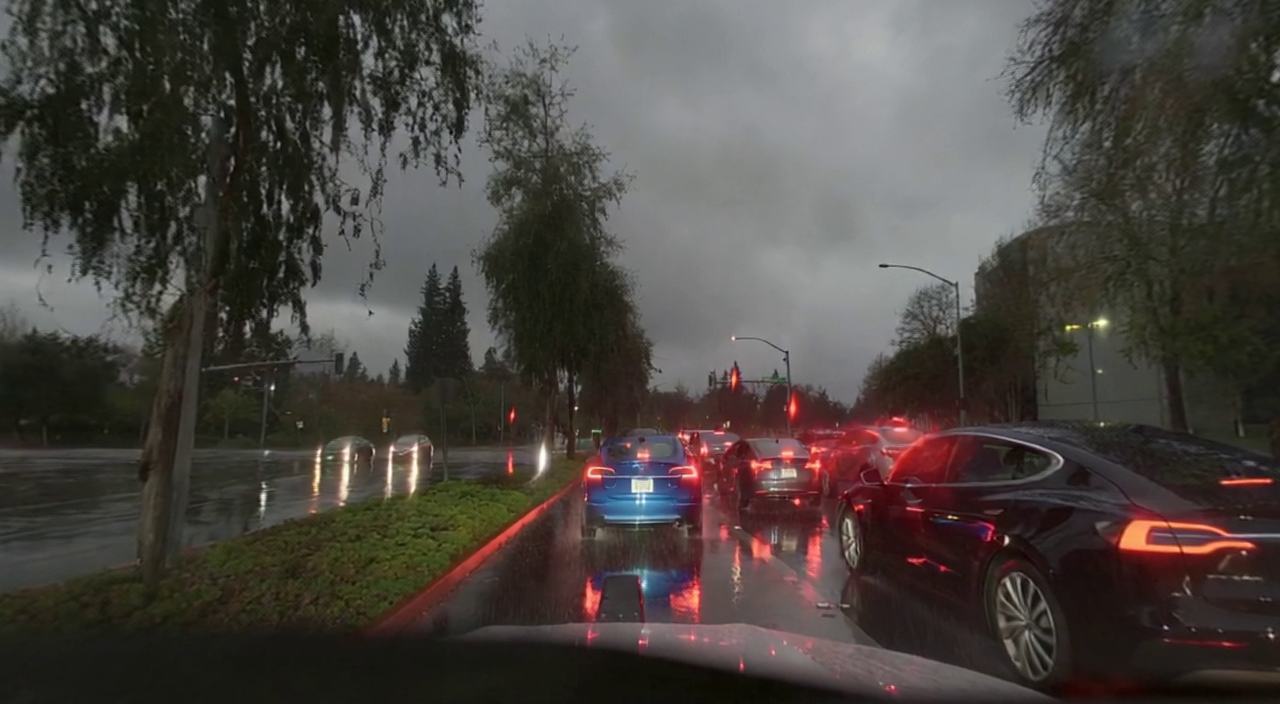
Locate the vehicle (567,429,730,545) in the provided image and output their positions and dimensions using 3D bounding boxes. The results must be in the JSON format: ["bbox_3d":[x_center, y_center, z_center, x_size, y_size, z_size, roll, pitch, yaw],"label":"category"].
[{"bbox_3d":[0.029,2.088,10.473,2.147,1.499,4.240,0,-8,-2],"label":"vehicle"}]

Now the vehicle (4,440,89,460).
[{"bbox_3d":[-45.162,7.459,48.099,4.418,1.415,1.941,0,-8,-1],"label":"vehicle"}]

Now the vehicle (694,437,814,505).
[{"bbox_3d":[2.697,2.936,16.034,2.058,1.466,4.208,0,-8,-3],"label":"vehicle"}]

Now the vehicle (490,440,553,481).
[{"bbox_3d":[-4.629,4.292,25.251,1.972,1.457,4.171,0,-8,-4],"label":"vehicle"}]

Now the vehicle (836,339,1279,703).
[{"bbox_3d":[3.185,1.111,4.298,2.167,1.676,4.443,0,-8,-1],"label":"vehicle"}]

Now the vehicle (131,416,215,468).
[{"bbox_3d":[-29.264,5.636,39.703,2.608,2.990,3.026,2,-8,2],"label":"vehicle"}]
